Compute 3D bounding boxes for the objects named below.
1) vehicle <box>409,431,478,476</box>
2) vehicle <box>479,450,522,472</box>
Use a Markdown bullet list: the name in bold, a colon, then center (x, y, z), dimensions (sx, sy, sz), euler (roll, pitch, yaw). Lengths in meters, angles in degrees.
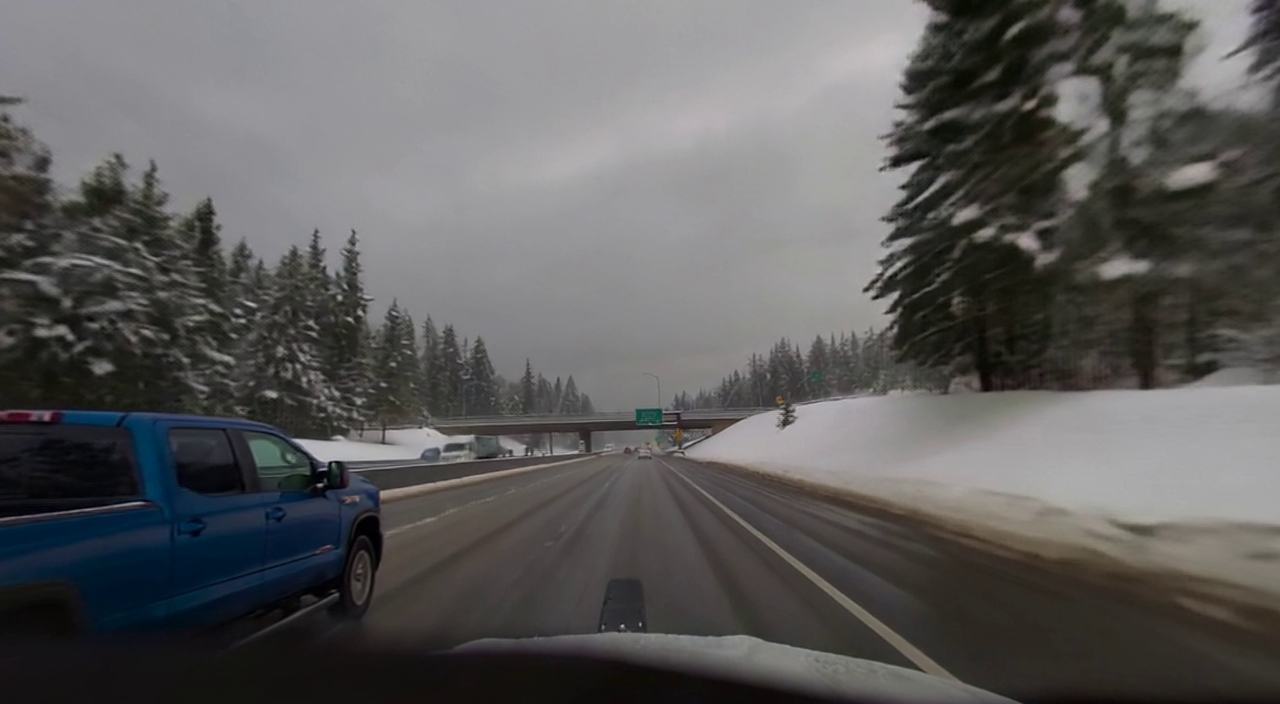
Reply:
- **vehicle**: center (-14.874, 7.712, 48.346), dimensions (2.935, 3.173, 7.113), euler (0, -8, 0)
- **vehicle**: center (-10.780, 8.421, 49.145), dimensions (2.129, 1.560, 4.733), euler (0, -8, 2)
